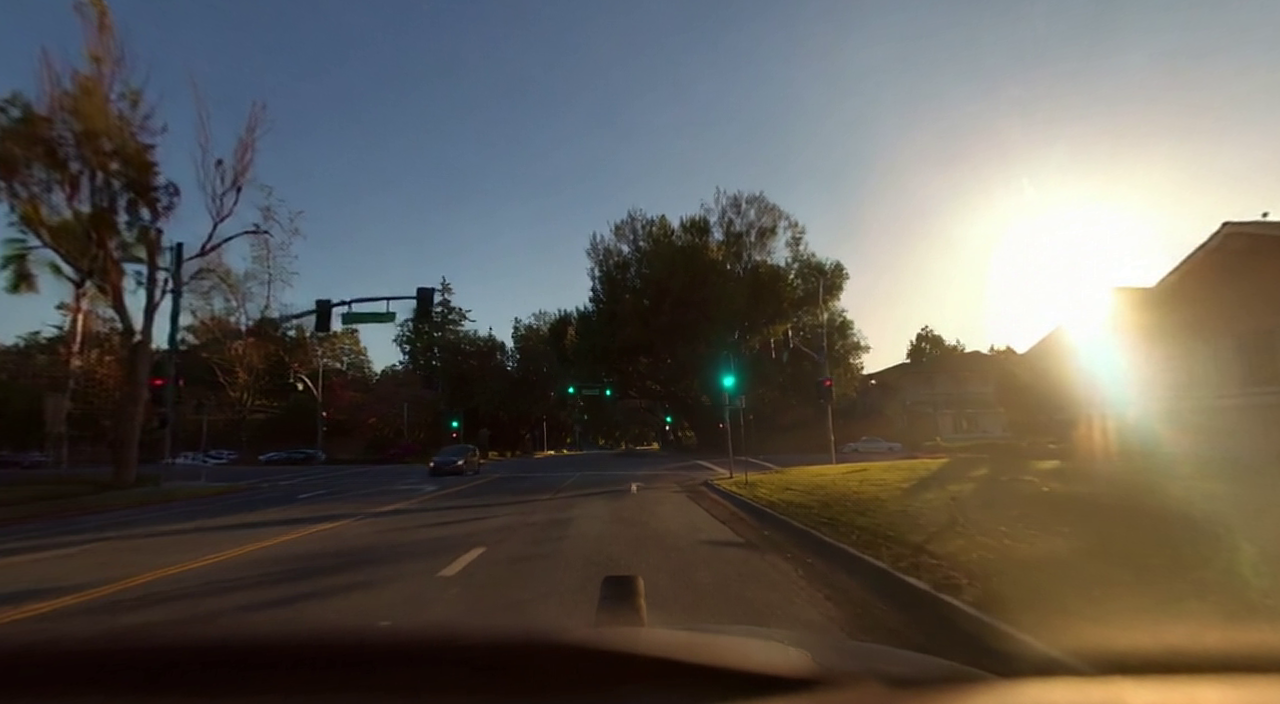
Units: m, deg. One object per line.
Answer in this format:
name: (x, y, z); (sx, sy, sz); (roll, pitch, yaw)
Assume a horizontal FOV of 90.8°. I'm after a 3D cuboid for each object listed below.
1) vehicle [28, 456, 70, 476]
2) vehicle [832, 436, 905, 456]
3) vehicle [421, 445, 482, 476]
vehicle: (-46.393, 8.926, 49.645); (2.023, 1.437, 4.102); (8, -11, -39)
vehicle: (16.605, 6.875, 46.189); (4.720, 1.410, 1.784); (-1, -9, 9)
vehicle: (-10.324, 5.939, 34.875); (2.035, 1.461, 4.465); (-4, -8, -1)
